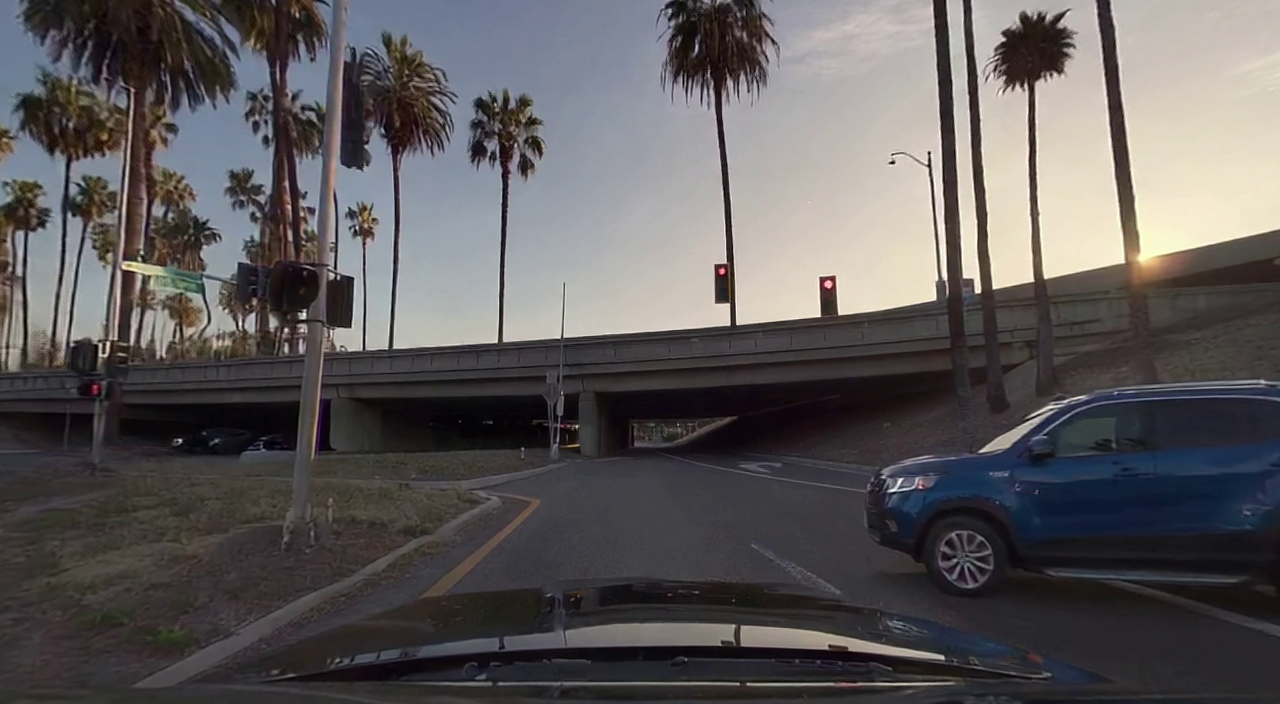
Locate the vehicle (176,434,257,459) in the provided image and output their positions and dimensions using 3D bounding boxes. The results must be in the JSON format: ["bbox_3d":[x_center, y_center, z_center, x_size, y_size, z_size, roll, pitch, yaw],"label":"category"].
[{"bbox_3d":[-26.499,5.925,39.582,1.830,1.443,4.551,0,-9,2],"label":"vehicle"}]

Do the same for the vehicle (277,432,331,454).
[{"bbox_3d":[-26.193,7.135,49.199,1.941,1.631,4.017,0,-9,0],"label":"vehicle"}]

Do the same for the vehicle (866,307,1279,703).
[{"bbox_3d":[3.452,1.014,4.328,2.028,1.770,4.737,0,-9,0],"label":"vehicle"}]
